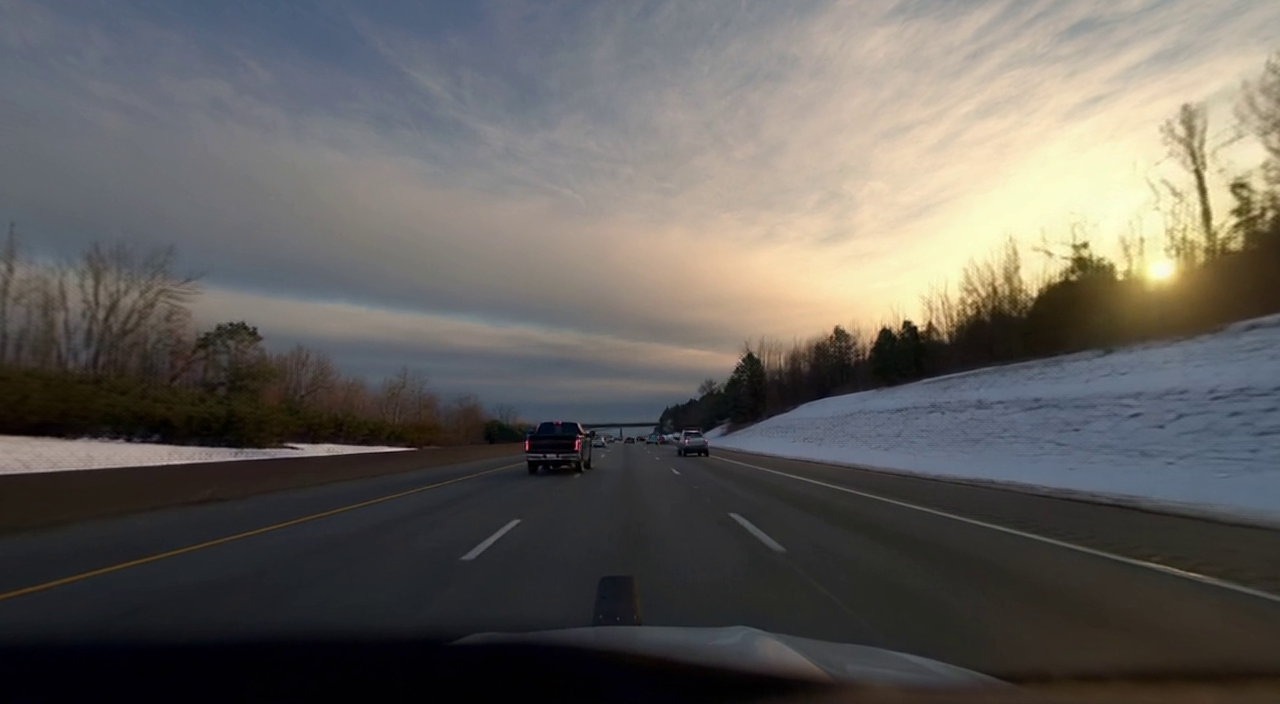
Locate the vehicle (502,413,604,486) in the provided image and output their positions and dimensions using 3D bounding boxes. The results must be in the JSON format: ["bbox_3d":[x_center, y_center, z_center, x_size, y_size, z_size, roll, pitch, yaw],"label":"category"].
[{"bbox_3d":[-2.257,2.692,17.716,2.185,1.772,4.656,0,-8,0],"label":"vehicle"}]

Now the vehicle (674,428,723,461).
[{"bbox_3d":[3.140,5.049,34.517,2.124,1.696,4.173,0,-8,-2],"label":"vehicle"}]
